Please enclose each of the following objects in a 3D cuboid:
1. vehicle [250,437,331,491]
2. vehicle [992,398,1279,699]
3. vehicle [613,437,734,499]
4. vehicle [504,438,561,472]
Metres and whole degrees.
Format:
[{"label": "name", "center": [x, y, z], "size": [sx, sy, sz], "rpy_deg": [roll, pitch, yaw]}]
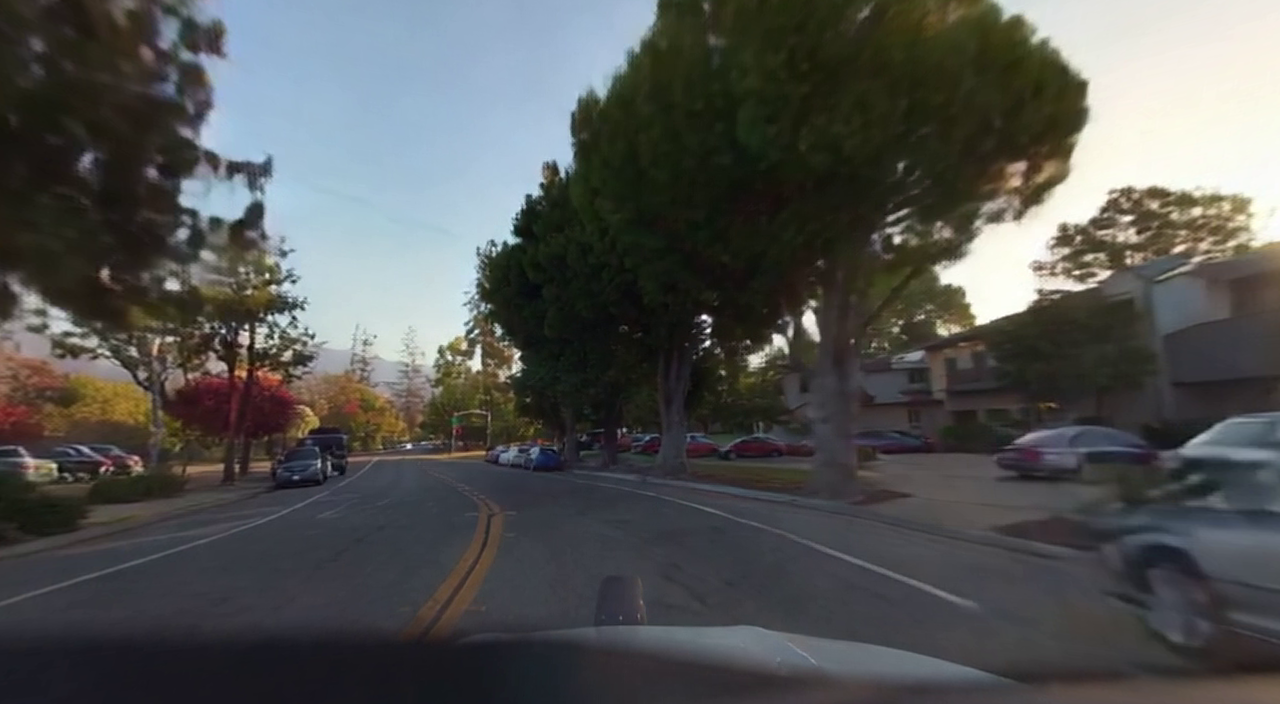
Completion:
[{"label": "vehicle", "center": [-14.043, 4.542, 25.691], "size": [2.171, 1.838, 5.344], "rpy_deg": [1, -10, -22]}, {"label": "vehicle", "center": [4.287, 0.997, 3.210], "size": [2.066, 1.509, 4.579], "rpy_deg": [1, -8, -5]}, {"label": "vehicle", "center": [0.774, 3.210, 18.131], "size": [1.884, 1.508, 4.713], "rpy_deg": [3, -8, -17]}, {"label": "vehicle", "center": [-6.562, 6.130, 38.079], "size": [2.255, 1.863, 5.629], "rpy_deg": [3, -9, -21]}]
